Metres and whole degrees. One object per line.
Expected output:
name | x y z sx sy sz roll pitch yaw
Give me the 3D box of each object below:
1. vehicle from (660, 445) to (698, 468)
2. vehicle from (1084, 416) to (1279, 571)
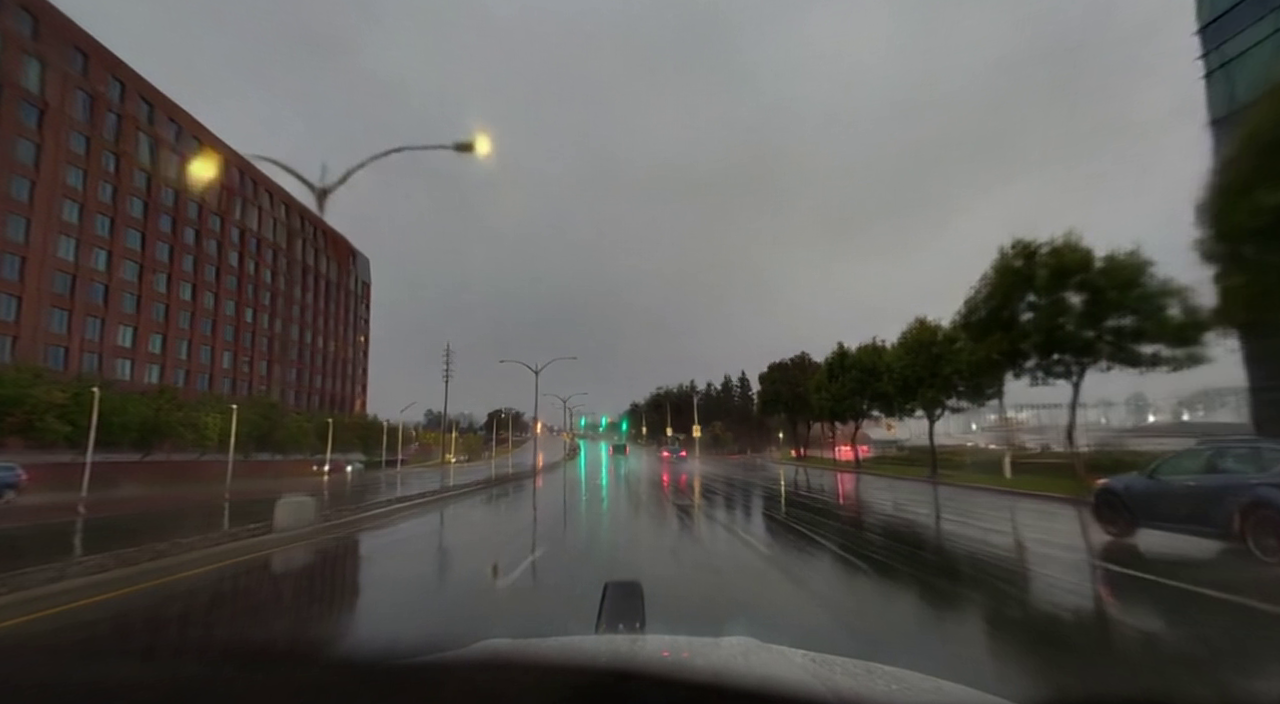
vehicle | 2.601 7.108 43.222 2.090 1.506 4.382 0 -8 -3
vehicle | 8.320 1.754 8.211 2.017 1.743 4.453 -1 -8 3
